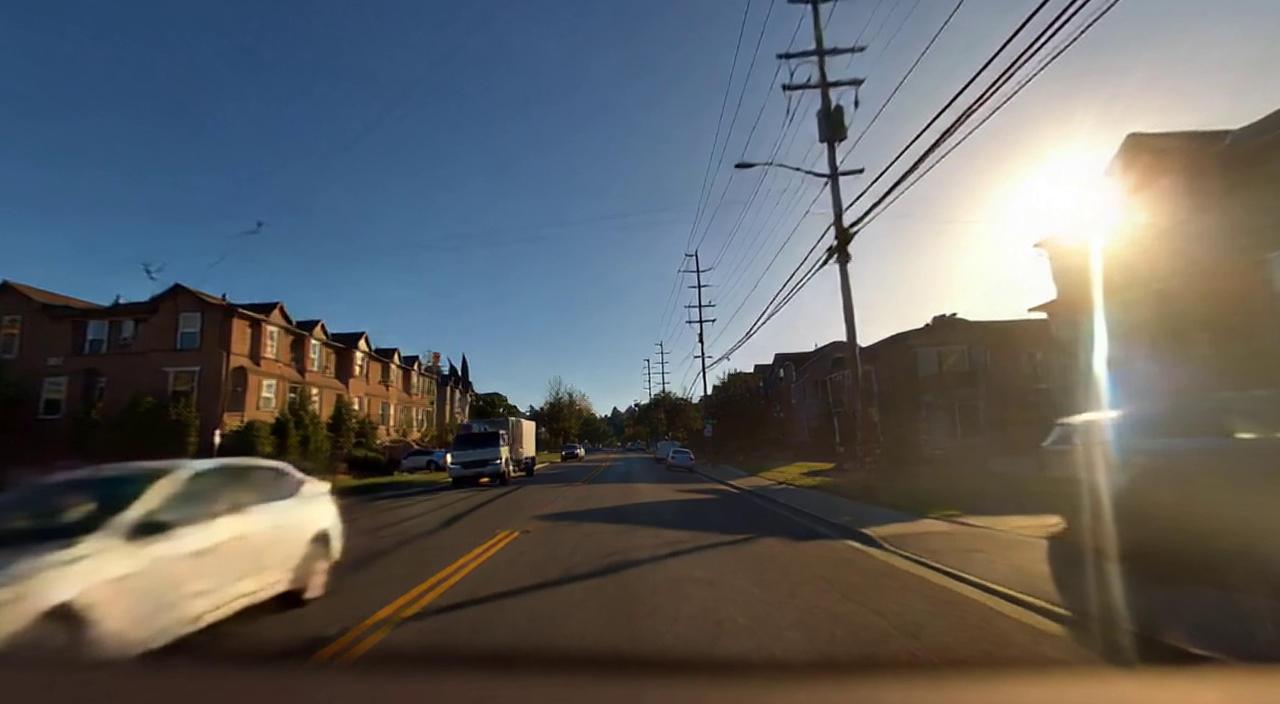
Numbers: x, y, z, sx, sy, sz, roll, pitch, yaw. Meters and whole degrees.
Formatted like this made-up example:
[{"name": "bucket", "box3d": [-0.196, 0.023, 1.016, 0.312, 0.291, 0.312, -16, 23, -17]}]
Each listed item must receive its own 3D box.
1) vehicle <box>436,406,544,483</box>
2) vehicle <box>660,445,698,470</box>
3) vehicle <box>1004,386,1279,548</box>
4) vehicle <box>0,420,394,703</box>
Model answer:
[{"name": "vehicle", "box3d": [-6.932, 4.526, 30.652, 3.197, 3.187, 7.847, -1, -9, 1]}, {"name": "vehicle", "box3d": [2.331, 6.475, 39.053, 1.890, 1.463, 4.952, 0, -8, -2]}, {"name": "vehicle", "box3d": [8.046, 1.445, 8.549, 4.836, 1.806, 2.121, -2, -8, -2]}, {"name": "vehicle", "box3d": [-3.591, 1.321, 4.522, 1.912, 1.491, 4.375, 0, -8, 0]}]
